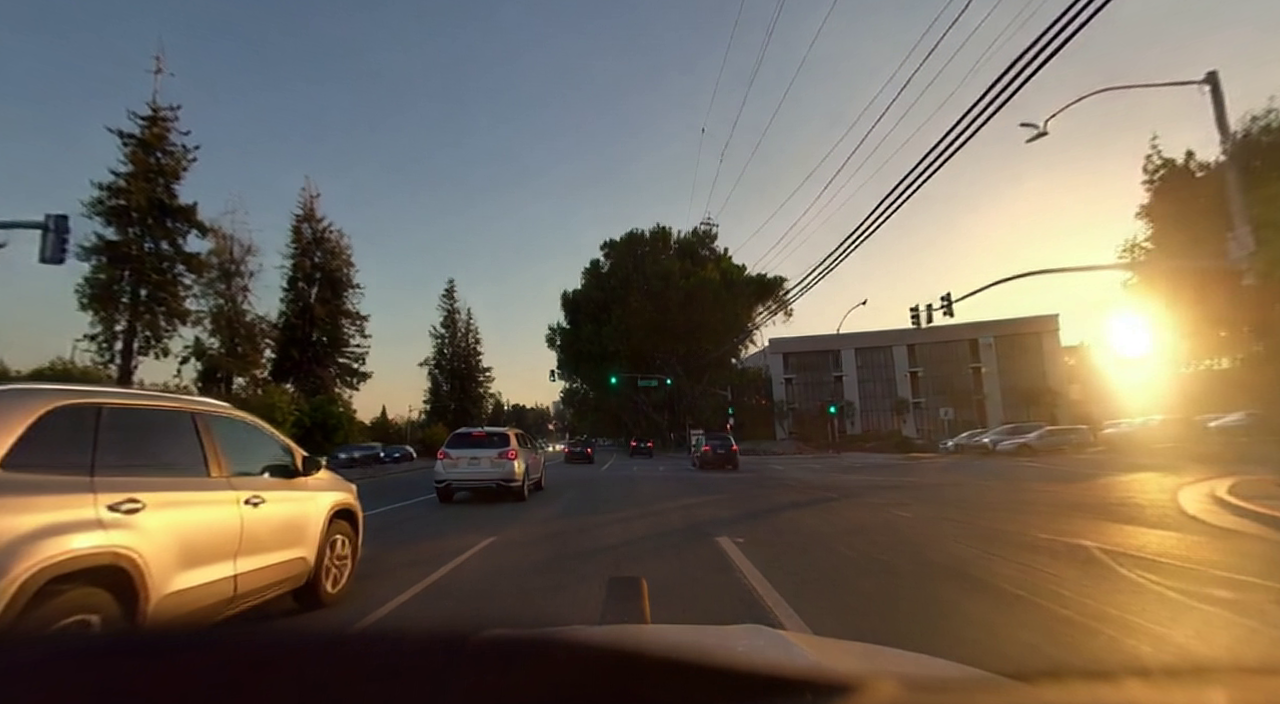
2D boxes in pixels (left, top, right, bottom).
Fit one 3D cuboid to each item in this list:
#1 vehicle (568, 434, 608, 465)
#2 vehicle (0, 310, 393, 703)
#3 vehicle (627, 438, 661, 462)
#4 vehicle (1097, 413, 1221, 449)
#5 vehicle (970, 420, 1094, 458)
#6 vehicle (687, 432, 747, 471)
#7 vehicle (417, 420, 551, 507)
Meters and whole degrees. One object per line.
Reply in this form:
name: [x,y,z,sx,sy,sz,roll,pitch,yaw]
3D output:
vehicle: [-2.958,5.652,36.595,1.900,1.677,4.128,0,-8,2]
vehicle: [-3.382,0.918,3.582,2.127,1.754,4.287,0,-8,1]
vehicle: [0.260,6.506,42.101,2.185,1.515,4.215,0,-8,1]
vehicle: [26.236,4.010,31.973,4.439,1.748,2.037,0,-8,1]
vehicle: [19.724,4.401,31.820,5.033,1.802,1.928,1,-8,-5]
vehicle: [3.565,4.709,30.037,2.201,1.734,4.564,0,-8,-1]
vehicle: [-3.467,2.562,14.963,1.958,1.744,4.315,0,-8,2]
